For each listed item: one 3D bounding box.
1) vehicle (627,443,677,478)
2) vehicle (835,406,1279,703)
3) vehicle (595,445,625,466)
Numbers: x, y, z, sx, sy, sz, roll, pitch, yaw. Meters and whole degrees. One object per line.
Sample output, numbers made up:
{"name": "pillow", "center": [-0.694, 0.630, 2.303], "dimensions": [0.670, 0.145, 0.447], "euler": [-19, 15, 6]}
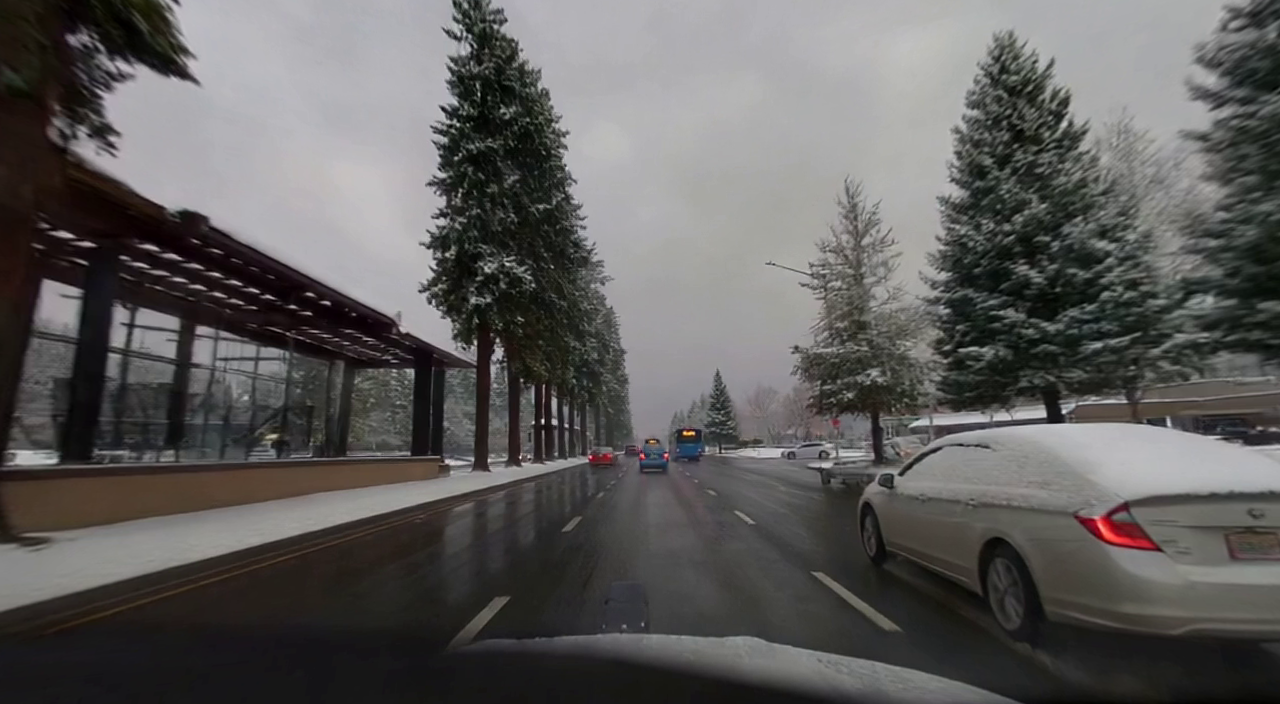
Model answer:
{"name": "vehicle", "center": [0.533, 5.036, 29.470], "dimensions": [2.144, 1.505, 4.128], "euler": [0, -8, 0]}
{"name": "vehicle", "center": [3.340, 1.330, 5.194], "dimensions": [2.067, 1.497, 4.327], "euler": [0, -8, 0]}
{"name": "vehicle", "center": [-2.228, 7.884, 48.314], "dimensions": [2.036, 1.481, 4.151], "euler": [-1, -8, 1]}
